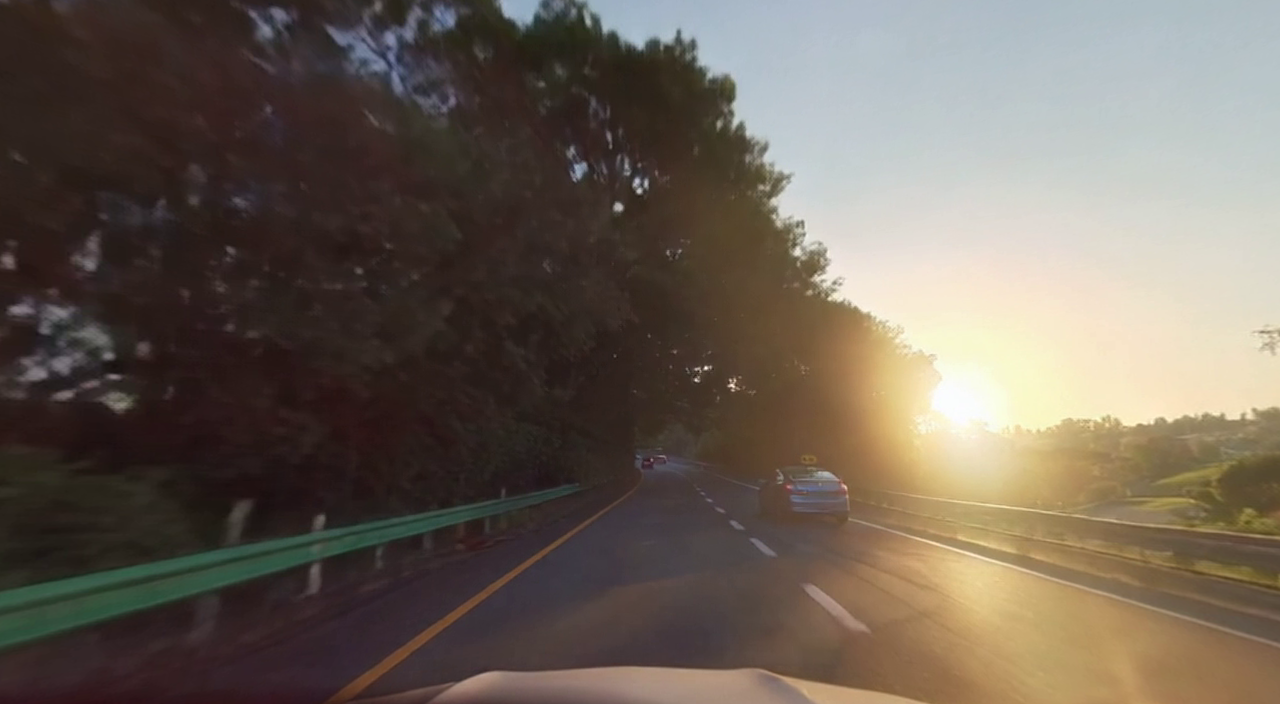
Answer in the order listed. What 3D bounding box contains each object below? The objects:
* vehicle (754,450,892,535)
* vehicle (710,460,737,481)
[{"bbox_3d":[3.931,3.113,14.375,2.023,1.593,4.105,1,-10,2],"label":"vehicle"},{"bbox_3d":[6.608,9.415,49.979,2.018,1.533,3.724,0,-10,7],"label":"vehicle"}]
